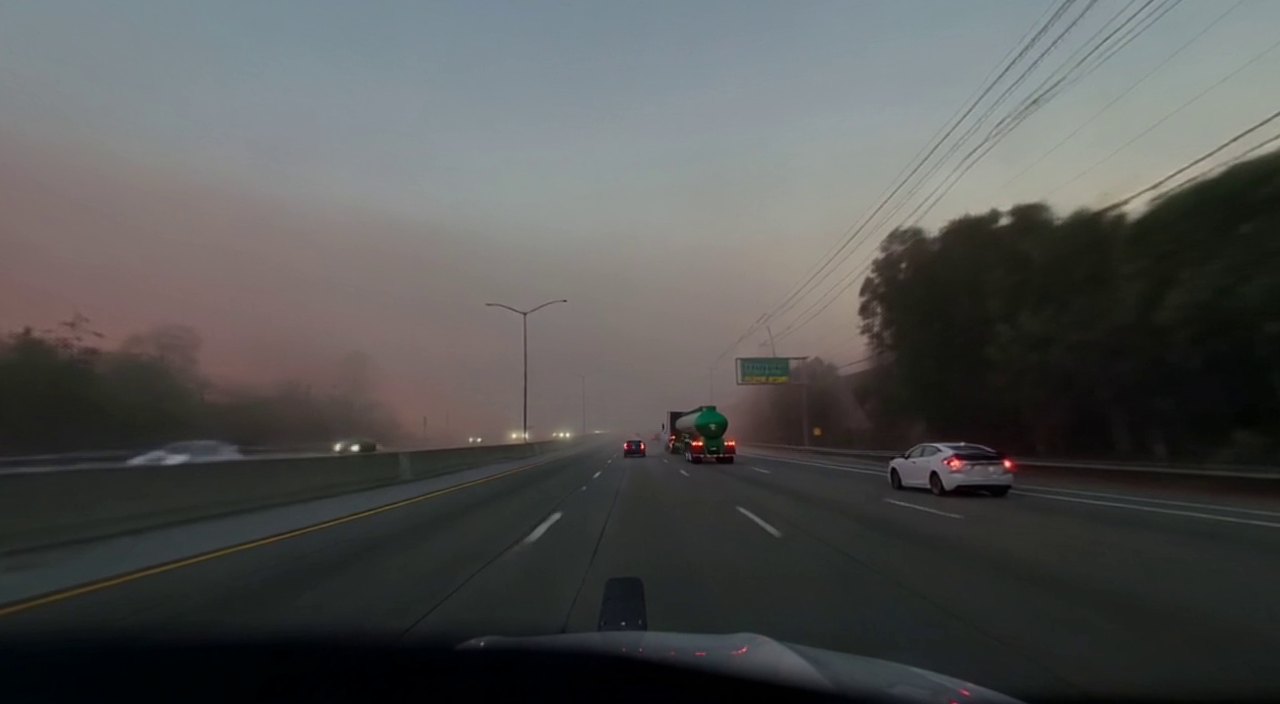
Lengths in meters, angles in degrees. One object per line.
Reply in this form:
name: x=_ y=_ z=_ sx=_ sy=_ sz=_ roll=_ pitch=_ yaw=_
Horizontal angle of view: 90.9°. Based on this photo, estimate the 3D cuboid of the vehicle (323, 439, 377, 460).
vehicle: x=-21.379 y=7.212 z=46.723 sx=1.890 sy=1.474 sz=4.461 roll=0 pitch=-8 yaw=0

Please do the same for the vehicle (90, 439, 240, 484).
vehicle: x=-17.404 y=4.015 z=23.458 sx=2.076 sy=1.488 sz=4.533 roll=0 pitch=-8 yaw=0

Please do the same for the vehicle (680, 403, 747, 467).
vehicle: x=3.915 y=4.737 z=35.516 sx=2.791 sy=3.179 sz=8.074 roll=0 pitch=-8 yaw=0

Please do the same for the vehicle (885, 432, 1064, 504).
vehicle: x=7.941 y=2.786 z=15.598 sx=1.905 sy=1.480 sz=4.624 roll=0 pitch=-8 yaw=0
